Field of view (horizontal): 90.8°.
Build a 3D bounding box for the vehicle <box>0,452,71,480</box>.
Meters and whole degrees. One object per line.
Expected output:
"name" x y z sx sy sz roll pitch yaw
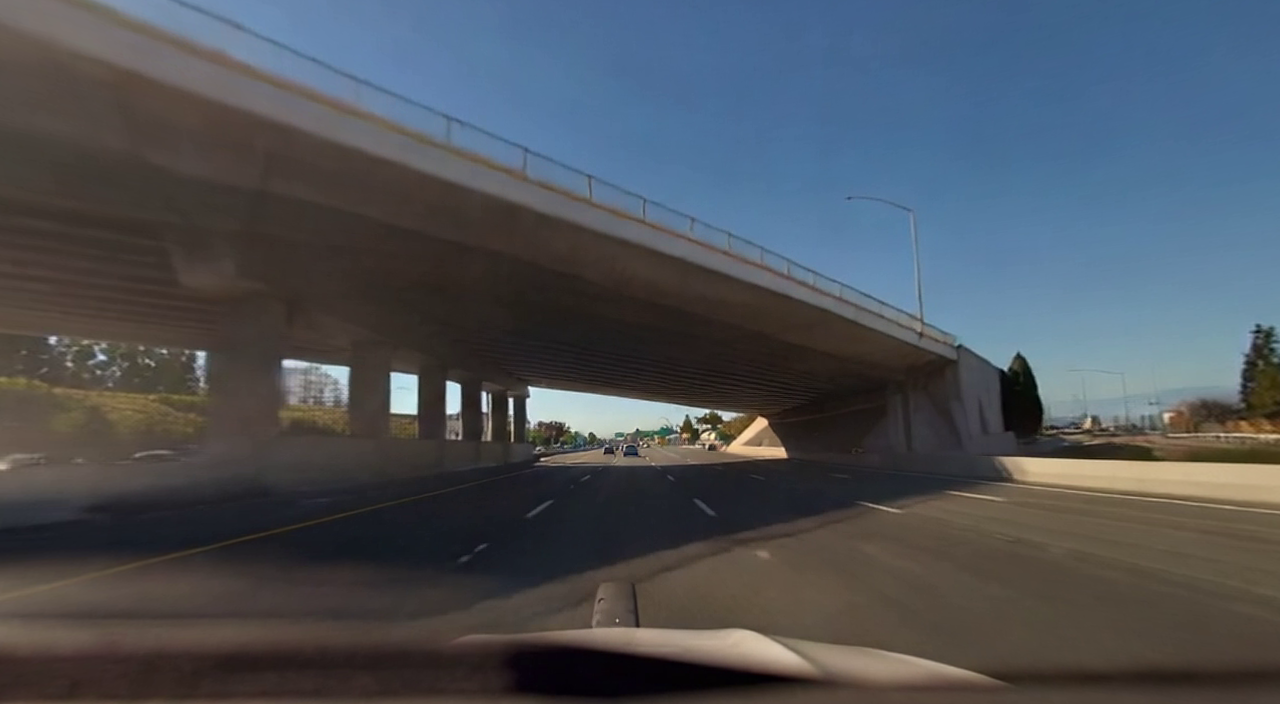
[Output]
"vehicle" -38.744 7.077 39.447 1.879 1.552 4.889 0 -8 0
